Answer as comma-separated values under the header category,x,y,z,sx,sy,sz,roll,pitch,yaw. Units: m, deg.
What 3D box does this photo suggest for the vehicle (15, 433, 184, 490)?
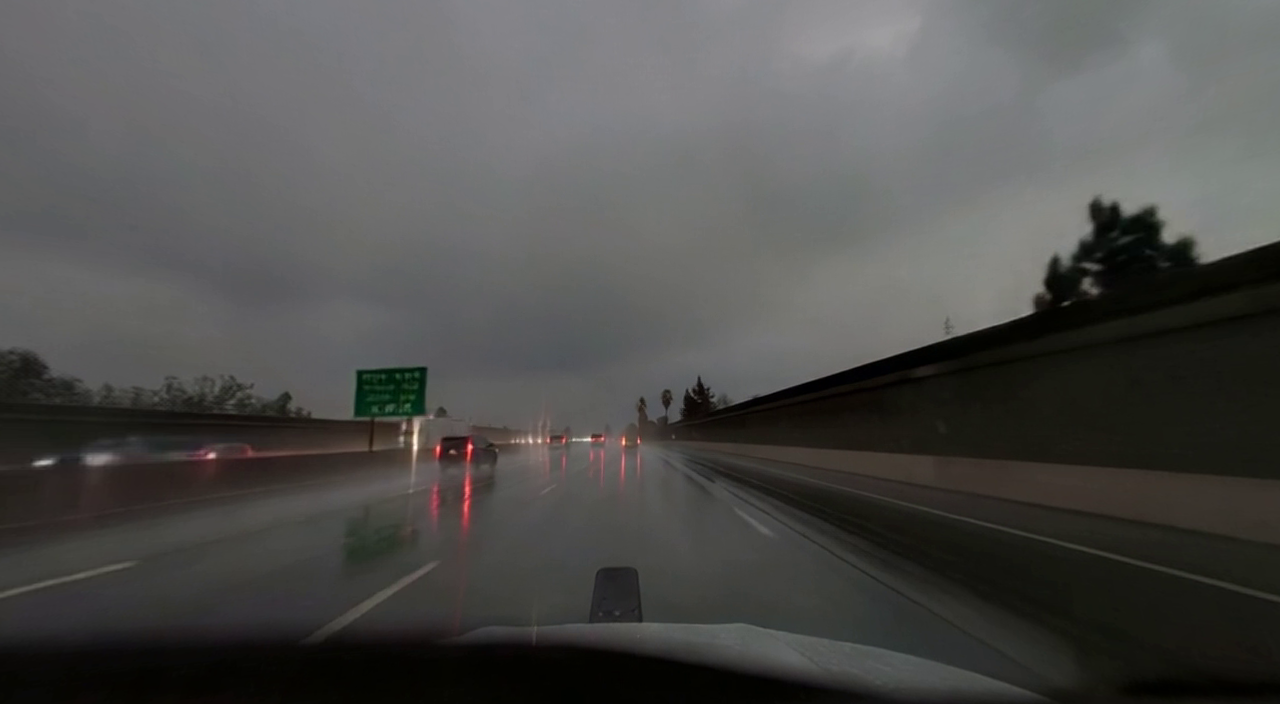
category,x,y,z,sx,sy,sz,roll,pitch,yaw
vehicle,-16.500,3.326,19.509,1.786,1.565,3.896,0,-8,-1

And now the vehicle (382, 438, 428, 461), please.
category,x,y,z,sx,sy,sz,roll,pitch,yaw
vehicle,-17.005,7.055,45.696,1.812,1.519,3.999,0,-8,0

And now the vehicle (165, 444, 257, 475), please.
category,x,y,z,sx,sy,sz,roll,pitch,yaw
vehicle,-23.699,5.911,34.990,1.849,1.552,4.689,0,-8,-1

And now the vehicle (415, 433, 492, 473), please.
category,x,y,z,sx,sy,sz,roll,pitch,yaw
vehicle,-7.672,4.175,26.306,1.972,1.532,4.222,0,-8,0
